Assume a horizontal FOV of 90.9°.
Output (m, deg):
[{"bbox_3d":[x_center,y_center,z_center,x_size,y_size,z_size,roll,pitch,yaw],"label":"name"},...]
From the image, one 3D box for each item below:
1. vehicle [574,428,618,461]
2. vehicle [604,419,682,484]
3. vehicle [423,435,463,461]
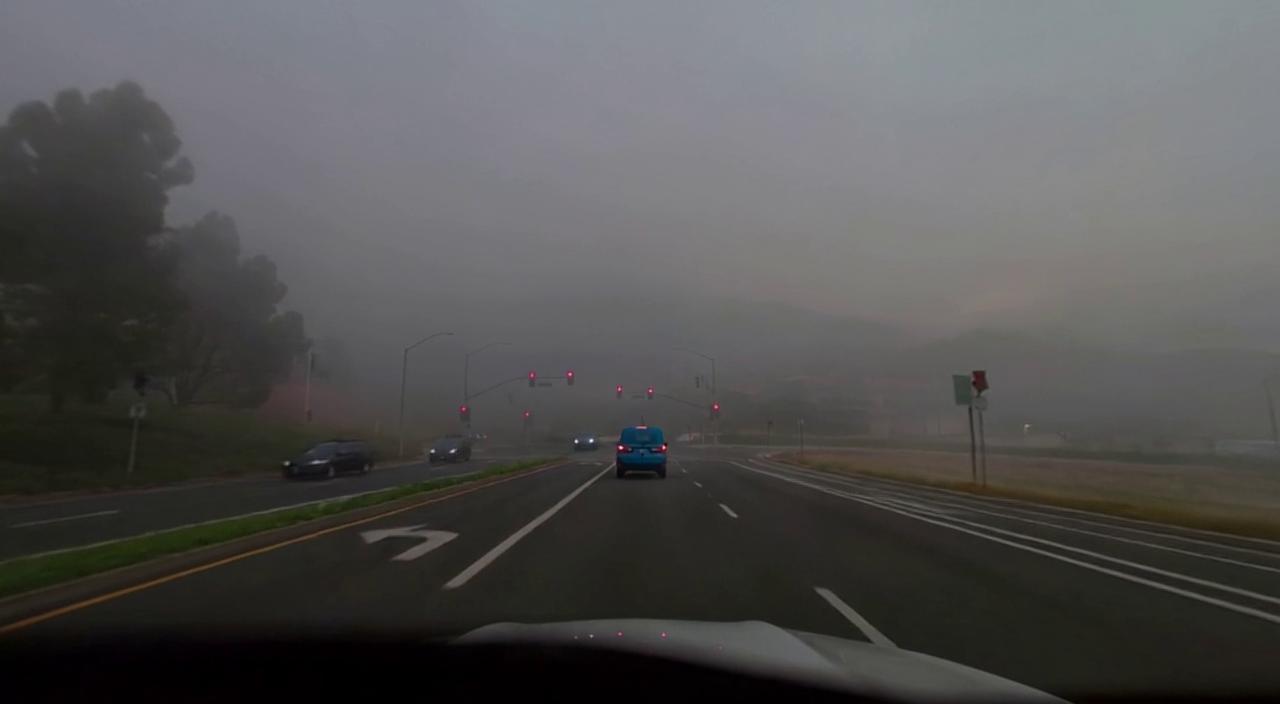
[{"bbox_3d":[-2.480,5.346,36.550,2.131,1.783,4.540,0,-8,1],"label":"vehicle"},{"bbox_3d":[0.105,3.117,19.942,2.185,1.822,4.391,0,-8,1],"label":"vehicle"},{"bbox_3d":[-12.020,5.898,38.731,1.991,1.469,4.596,2,-9,-13],"label":"vehicle"}]
